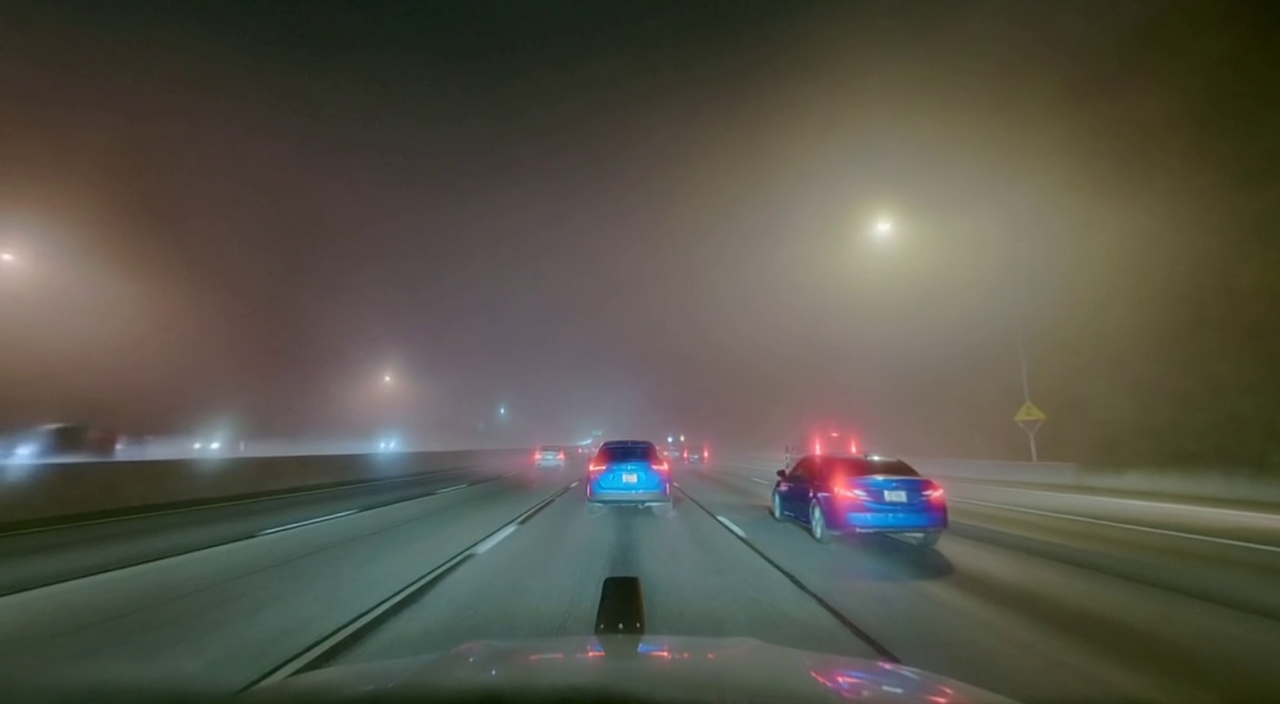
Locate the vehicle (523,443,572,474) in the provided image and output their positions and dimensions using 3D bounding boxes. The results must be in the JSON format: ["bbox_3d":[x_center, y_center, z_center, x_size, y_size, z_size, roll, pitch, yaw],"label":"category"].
[{"bbox_3d":[-4.797,5.589,33.185,2.023,1.497,4.526,1,-9,-1],"label":"vehicle"}]

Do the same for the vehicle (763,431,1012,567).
[{"bbox_3d":[3.280,2.024,9.445,1.975,1.532,4.227,1,-9,-1],"label":"vehicle"}]

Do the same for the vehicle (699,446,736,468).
[{"bbox_3d":[5.822,7.948,47.763,1.972,1.521,4.498,1,-9,-3],"label":"vehicle"}]

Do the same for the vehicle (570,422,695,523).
[{"bbox_3d":[-0.155,2.414,13.073,2.181,1.728,3.970,1,-9,-1],"label":"vehicle"}]

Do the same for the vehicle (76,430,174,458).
[{"bbox_3d":[-30.497,5.493,37.520,1.862,1.506,4.793,1,-9,-2],"label":"vehicle"}]
